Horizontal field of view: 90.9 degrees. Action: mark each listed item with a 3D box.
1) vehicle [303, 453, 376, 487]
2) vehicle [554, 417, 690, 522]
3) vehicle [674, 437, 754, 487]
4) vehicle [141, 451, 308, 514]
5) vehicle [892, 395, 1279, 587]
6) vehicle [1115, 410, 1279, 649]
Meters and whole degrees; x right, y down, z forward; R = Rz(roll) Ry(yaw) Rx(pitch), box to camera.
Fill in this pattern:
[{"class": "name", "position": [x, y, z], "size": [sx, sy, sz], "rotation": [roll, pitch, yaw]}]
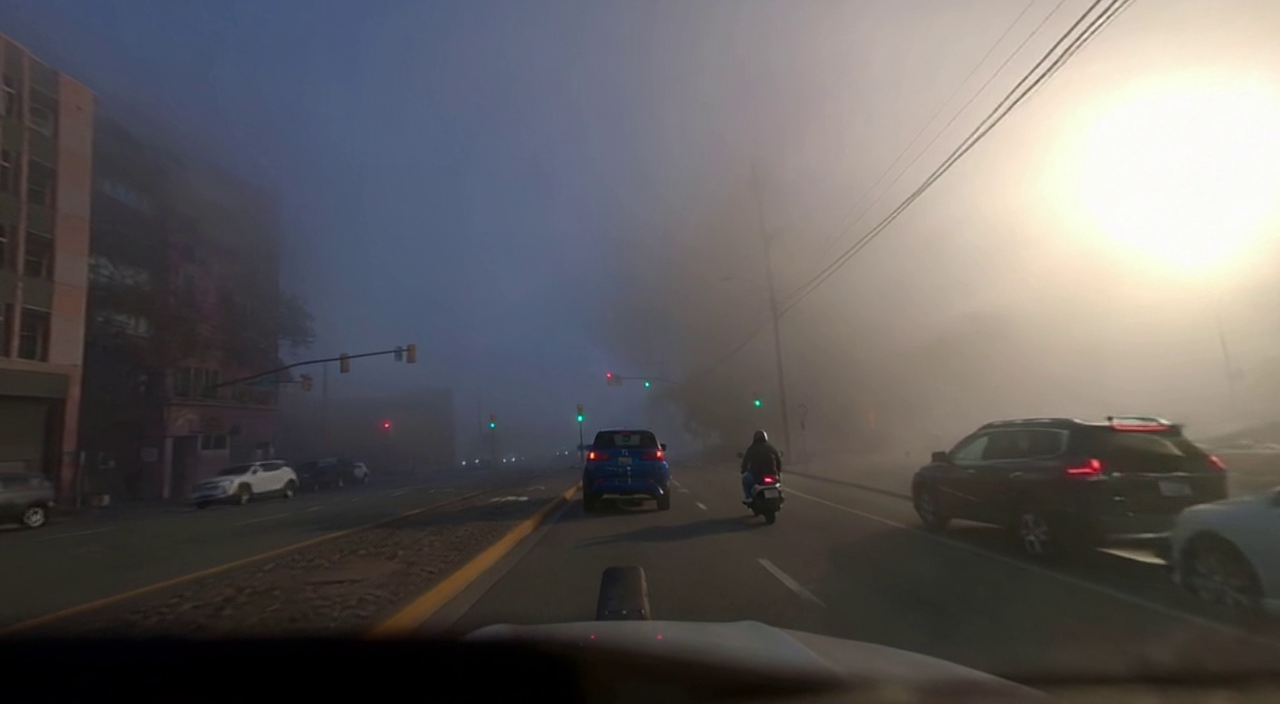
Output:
[{"class": "vehicle", "position": [-18.664, 7.314, 39.459], "size": [2.134, 1.915, 5.317], "rotation": [0, -9, -3]}, {"class": "vehicle", "position": [-0.314, 2.283, 12.719], "size": [2.265, 1.748, 4.130], "rotation": [0, -9, 0]}, {"class": "vehicle", "position": [2.365, 3.669, 21.321], "size": [2.101, 1.507, 4.355], "rotation": [0, -9, -1]}, {"class": "vehicle", "position": [-13.866, 4.323, 21.610], "size": [2.142, 1.826, 5.471], "rotation": [0, -9, -2]}, {"class": "vehicle", "position": [5.214, 1.603, 8.065], "size": [2.030, 1.709, 4.687], "rotation": [0, -9, 0]}, {"class": "vehicle", "position": [5.153, 1.003, 3.121], "size": [2.012, 1.532, 4.565], "rotation": [0, -9, 0]}]
